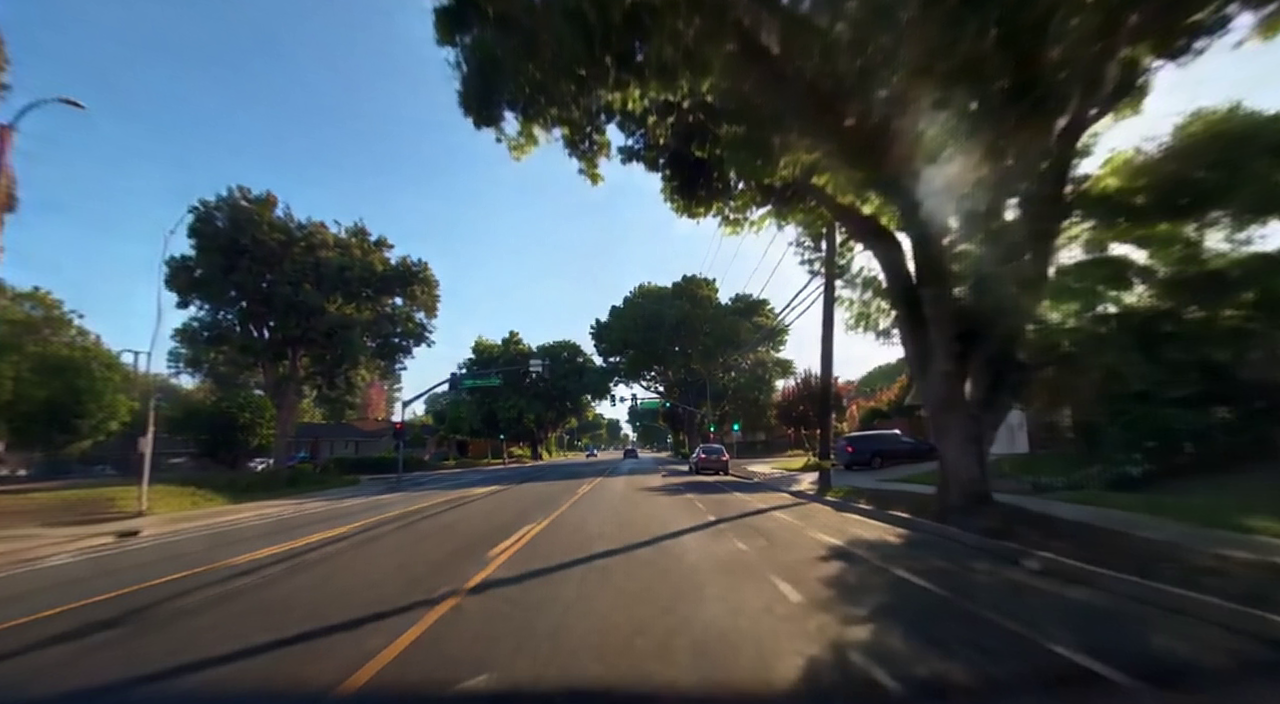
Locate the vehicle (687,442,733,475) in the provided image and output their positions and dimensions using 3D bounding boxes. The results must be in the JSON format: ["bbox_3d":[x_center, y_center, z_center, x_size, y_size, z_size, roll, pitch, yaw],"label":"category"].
[{"bbox_3d":[3.809,5.899,35.190,1.900,1.661,4.346,0,-9,-2],"label":"vehicle"}]

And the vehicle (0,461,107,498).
[{"bbox_3d":[-35.524,7.624,38.113,1.986,1.854,5.454,-1,-8,-1],"label":"vehicle"}]

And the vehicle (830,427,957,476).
[{"bbox_3d":[10.184,4.017,25.499,4.434,1.730,2.081,-6,-10,23],"label":"vehicle"}]
